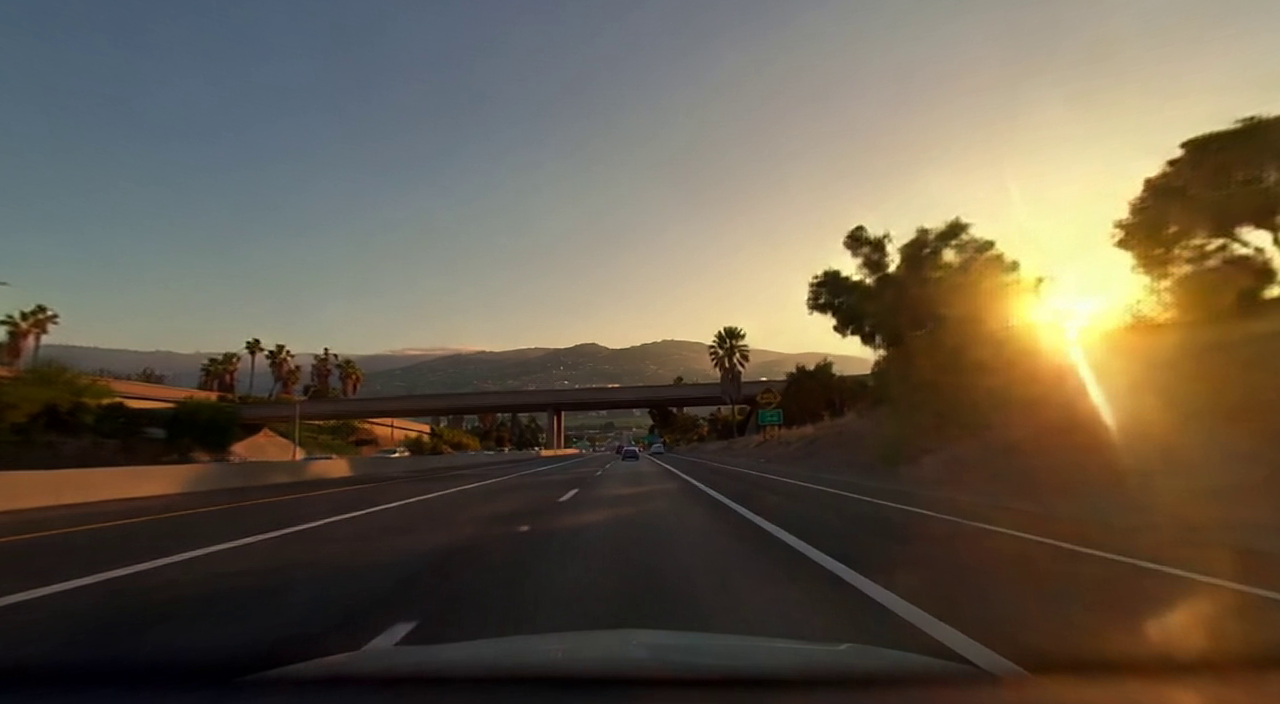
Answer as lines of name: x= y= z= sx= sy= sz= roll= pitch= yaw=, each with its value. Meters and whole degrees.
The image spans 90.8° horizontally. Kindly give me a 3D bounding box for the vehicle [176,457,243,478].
vehicle: x=-33.008 y=8.845 z=48.574 sx=1.823 sy=1.485 sz=4.805 roll=0 pitch=-8 yaw=-1
